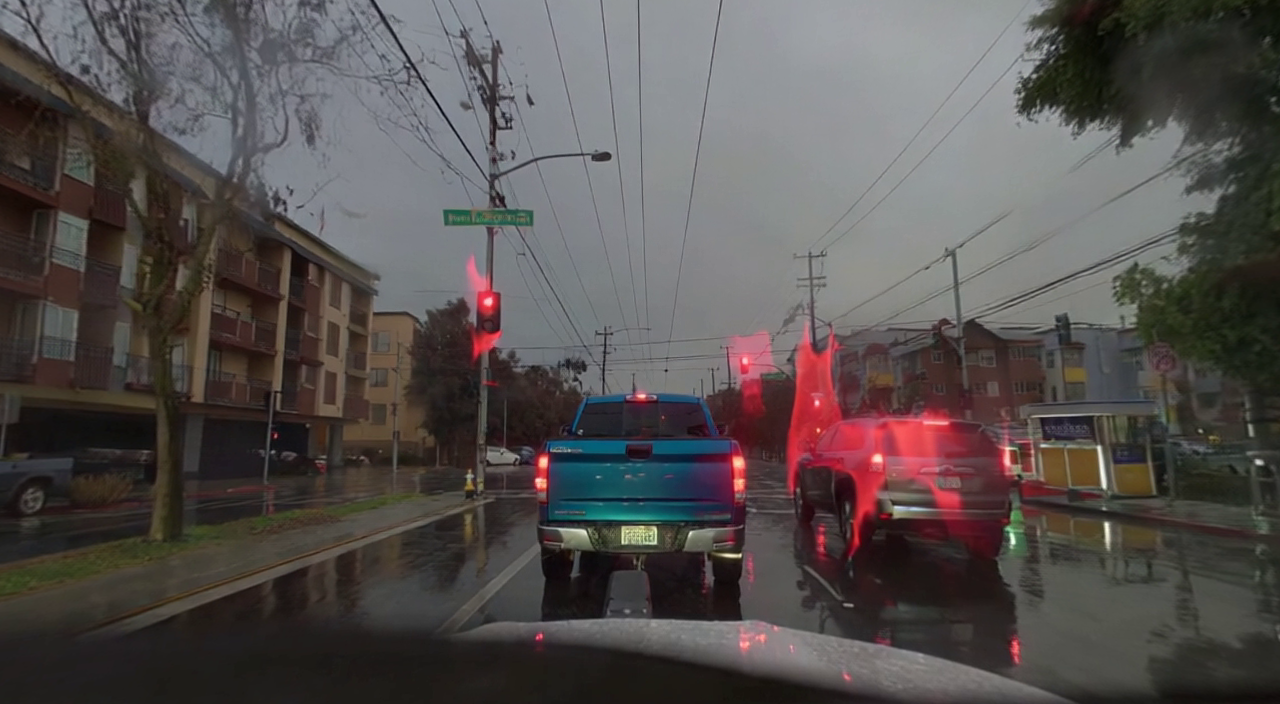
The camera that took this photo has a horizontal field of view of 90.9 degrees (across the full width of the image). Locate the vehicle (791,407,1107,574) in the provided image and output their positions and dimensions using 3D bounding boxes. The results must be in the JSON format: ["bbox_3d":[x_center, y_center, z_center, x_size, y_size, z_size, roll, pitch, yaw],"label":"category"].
[{"bbox_3d":[3.857,1.824,9.129,2.131,1.759,4.762,0,-8,0],"label":"vehicle"}]

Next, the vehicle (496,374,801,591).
[{"bbox_3d":[0.105,1.549,8.308,2.738,1.959,5.070,0,-8,1],"label":"vehicle"}]

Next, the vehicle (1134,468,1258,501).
[{"bbox_3d":[26.375,6.284,29.996,4.071,1.388,1.884,0,-8,1],"label":"vehicle"}]

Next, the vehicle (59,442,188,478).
[{"bbox_3d":[-24.856,5.189,30.426,4.563,1.692,1.778,0,-8,-1],"label":"vehicle"}]
